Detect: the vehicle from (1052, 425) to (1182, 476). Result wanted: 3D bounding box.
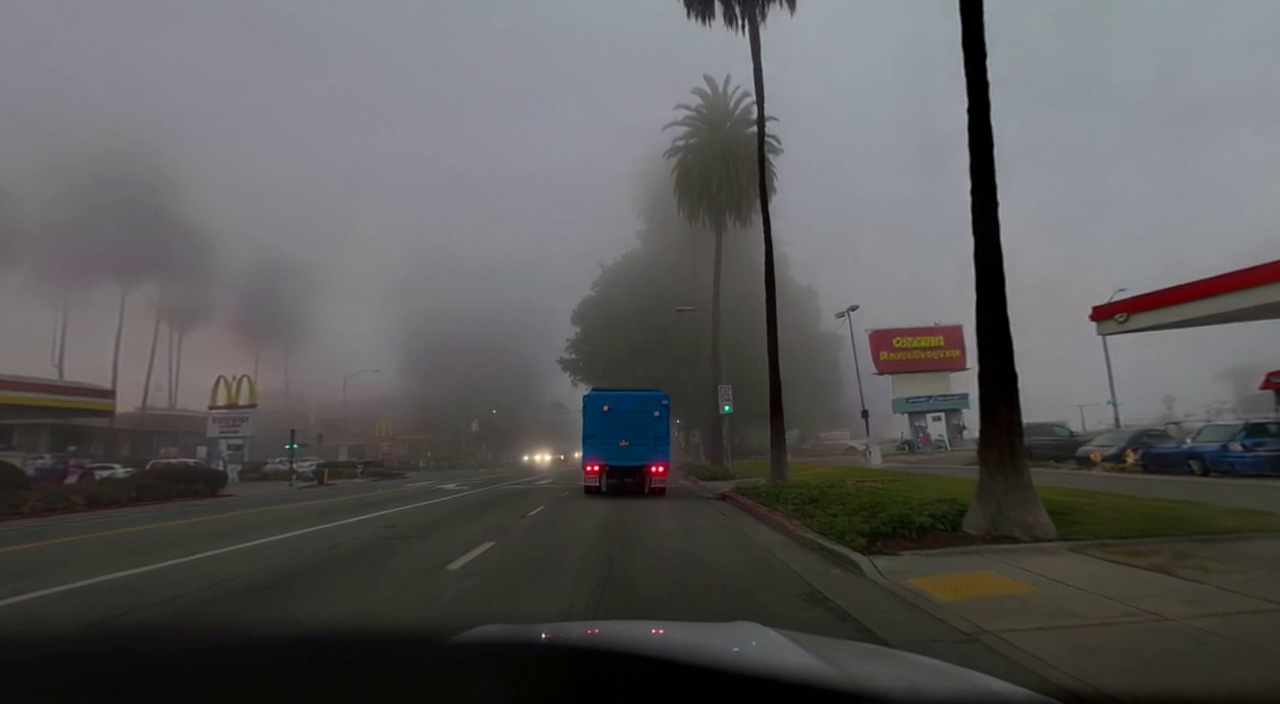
[{"bbox_3d":[15.222,3.120,20.110,4.105,1.433,1.931,6,-10,-33],"label":"vehicle"}]

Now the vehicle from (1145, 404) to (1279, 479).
[{"bbox_3d":[15.709,2.328,16.769,4.472,1.730,1.939,2,-10,-31],"label":"vehicle"}]

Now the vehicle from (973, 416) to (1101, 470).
[{"bbox_3d":[15.885,3.647,25.226,5.078,1.937,2.326,6,-10,-34],"label":"vehicle"}]

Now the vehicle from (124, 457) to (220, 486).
[{"bbox_3d":[-27.954,7.143,37.931,4.303,1.567,2.021,5,-10,-29],"label":"vehicle"}]

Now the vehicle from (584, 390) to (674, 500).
[{"bbox_3d":[-0.246,2.965,20.347,2.463,2.954,5.938,0,-8,1],"label":"vehicle"}]

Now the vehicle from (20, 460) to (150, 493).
[{"bbox_3d":[-27.809,6.219,31.896,4.493,1.453,1.912,4,-9,-27],"label":"vehicle"}]
